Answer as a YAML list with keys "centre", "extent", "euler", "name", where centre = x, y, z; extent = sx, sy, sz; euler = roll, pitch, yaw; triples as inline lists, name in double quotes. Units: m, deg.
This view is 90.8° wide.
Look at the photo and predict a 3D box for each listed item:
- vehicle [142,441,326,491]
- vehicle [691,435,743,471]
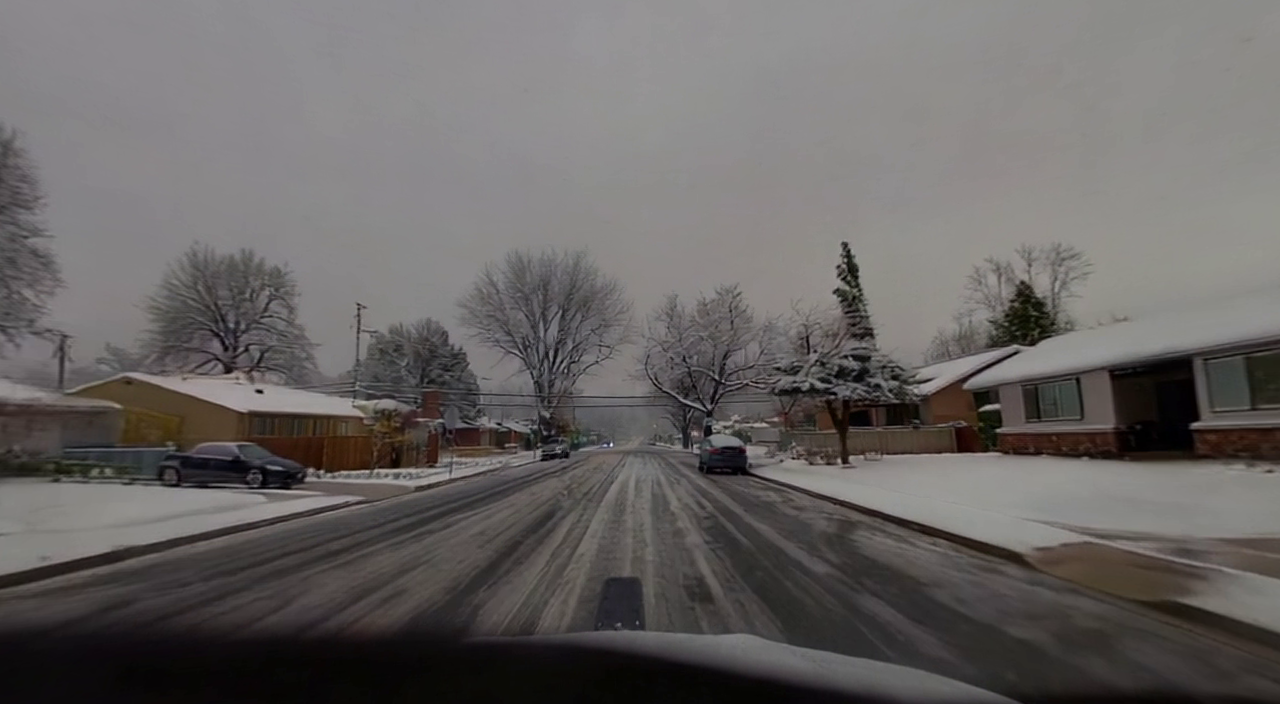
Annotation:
- centre: [-13.110, 3.697, 20.670]
  extent: [4.572, 1.522, 1.999]
  euler: [0, -9, -3]
  name: "vehicle"
- centre: [3.447, 4.597, 28.907]
  extent: [1.975, 1.528, 4.000]
  euler: [0, -9, 1]
  name: "vehicle"
